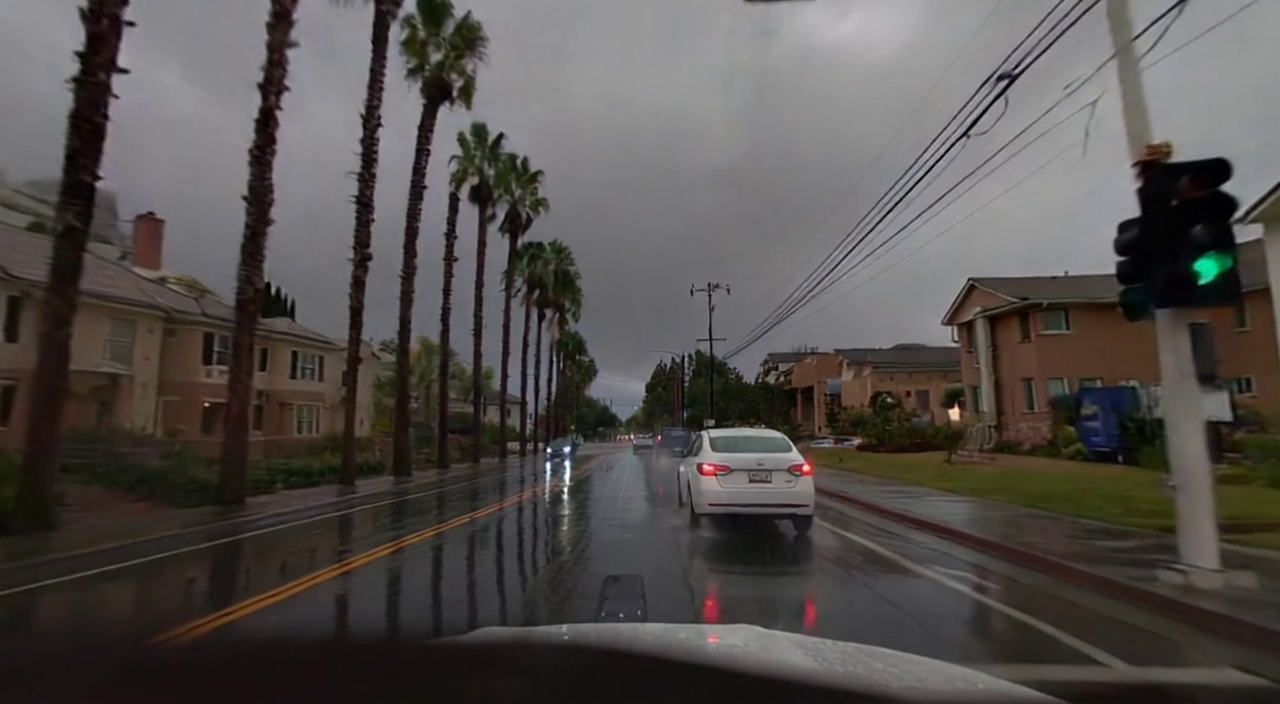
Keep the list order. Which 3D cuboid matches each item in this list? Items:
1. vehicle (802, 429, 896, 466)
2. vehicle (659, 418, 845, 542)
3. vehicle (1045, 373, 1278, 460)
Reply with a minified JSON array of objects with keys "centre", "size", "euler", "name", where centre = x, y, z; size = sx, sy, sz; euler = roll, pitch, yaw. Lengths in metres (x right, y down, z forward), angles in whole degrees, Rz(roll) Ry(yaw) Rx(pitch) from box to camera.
[{"centre":[9.583,4.367,28.920],"size":[4.255,1.566,1.923],"euler":[6,-10,-36],"name":"vehicle"},{"centre":[1.489,1.964,10.337],"size":[2.096,1.552,4.519],"euler":[0,-9,-2],"name":"vehicle"},{"centre":[17.619,2.216,21.609],"size":[5.880,2.540,2.003],"euler":[-3,-7,2],"name":"vehicle"}]
